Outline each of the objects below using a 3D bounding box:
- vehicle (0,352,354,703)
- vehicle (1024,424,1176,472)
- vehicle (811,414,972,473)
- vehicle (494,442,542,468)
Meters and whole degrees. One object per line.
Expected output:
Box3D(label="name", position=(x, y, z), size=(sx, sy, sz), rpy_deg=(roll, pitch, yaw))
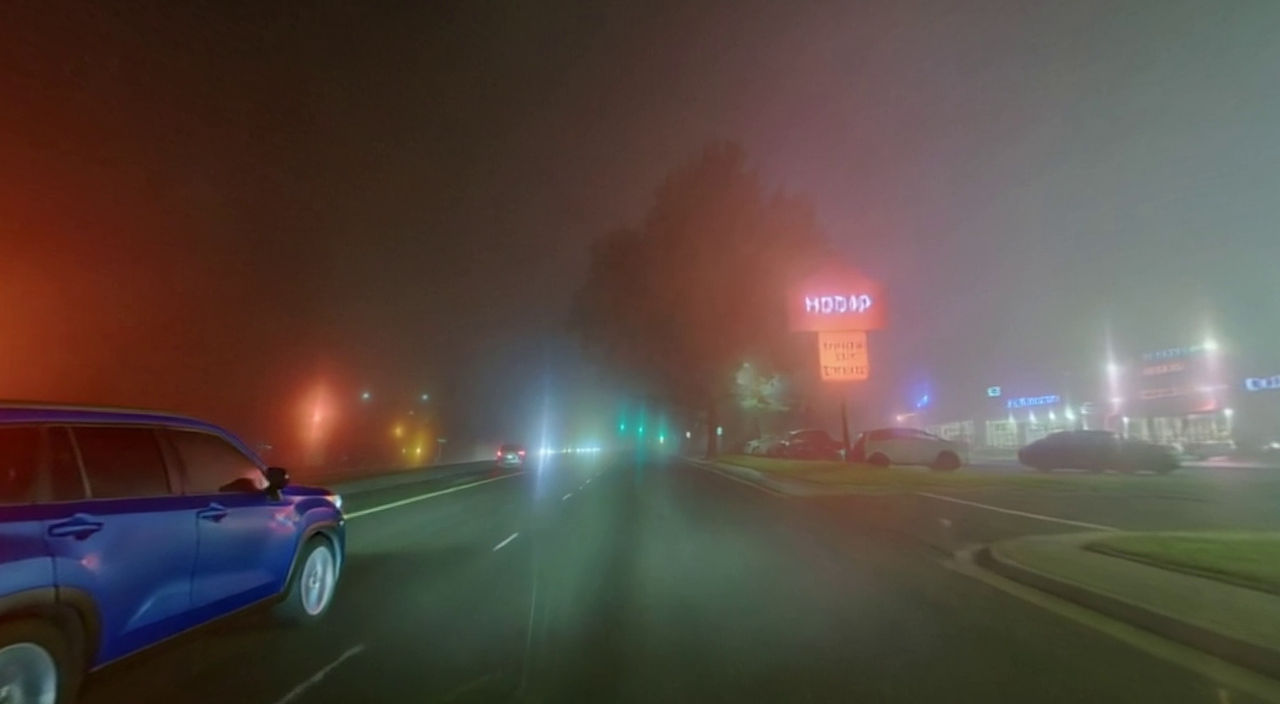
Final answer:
Box3D(label="vehicle", position=(-3.368, 0.934, 2.914), size=(2.127, 1.654, 4.121), rpy_deg=(0, -8, 0))
Box3D(label="vehicle", position=(15.721, 3.311, 21.933), size=(2.177, 1.397, 4.511), rpy_deg=(-3, -8, 6))
Box3D(label="vehicle", position=(8.790, 3.280, 22.577), size=(5.031, 1.951, 2.184), rpy_deg=(-2, -9, 15))
Box3D(label="vehicle", position=(-7.412, 6.303, 38.806), size=(1.990, 1.483, 4.410), rpy_deg=(0, -8, 1))
